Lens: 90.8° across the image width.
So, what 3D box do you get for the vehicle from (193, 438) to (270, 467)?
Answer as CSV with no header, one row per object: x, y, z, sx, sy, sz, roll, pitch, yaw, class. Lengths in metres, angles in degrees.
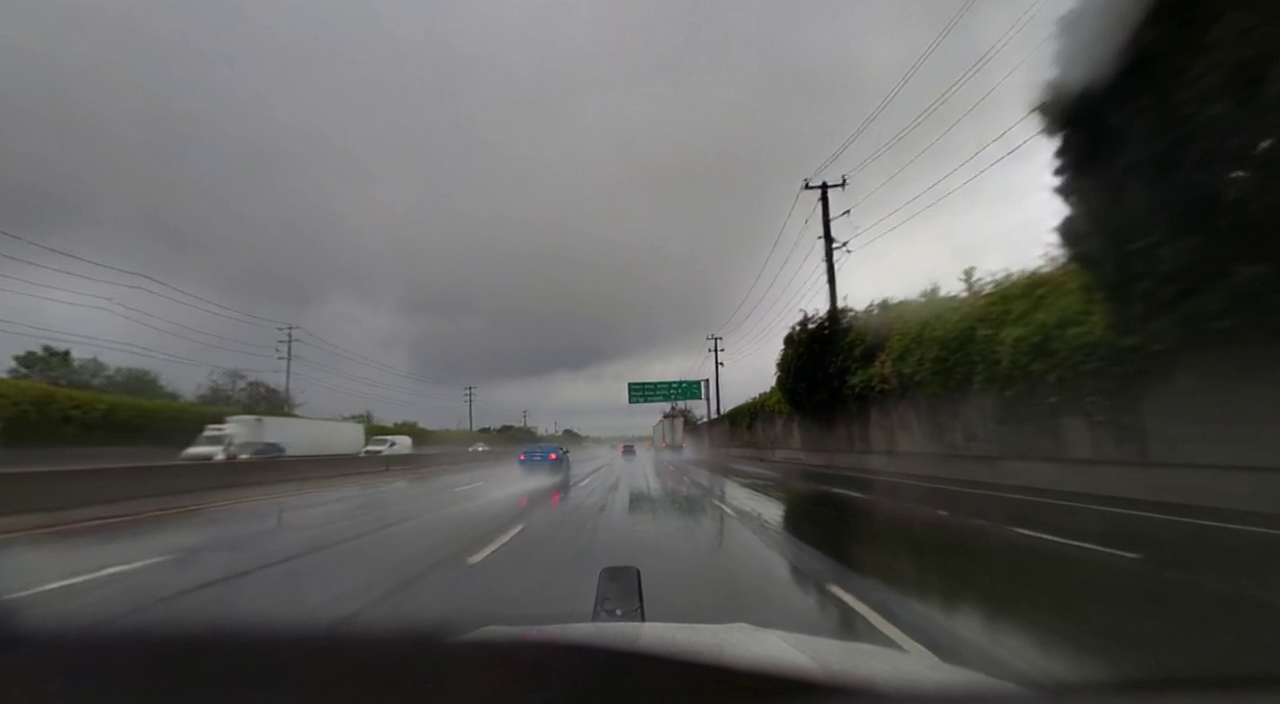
-21.172,5.236,32.901,1.567,1.418,3.532,0,-9,1,vehicle

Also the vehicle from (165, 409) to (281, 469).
-28.772,6.097,44.092,3.100,3.824,7.025,0,-9,0,vehicle

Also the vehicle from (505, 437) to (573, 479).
-3.941,4.232,25.442,2.009,1.533,4.175,0,-9,1,vehicle
